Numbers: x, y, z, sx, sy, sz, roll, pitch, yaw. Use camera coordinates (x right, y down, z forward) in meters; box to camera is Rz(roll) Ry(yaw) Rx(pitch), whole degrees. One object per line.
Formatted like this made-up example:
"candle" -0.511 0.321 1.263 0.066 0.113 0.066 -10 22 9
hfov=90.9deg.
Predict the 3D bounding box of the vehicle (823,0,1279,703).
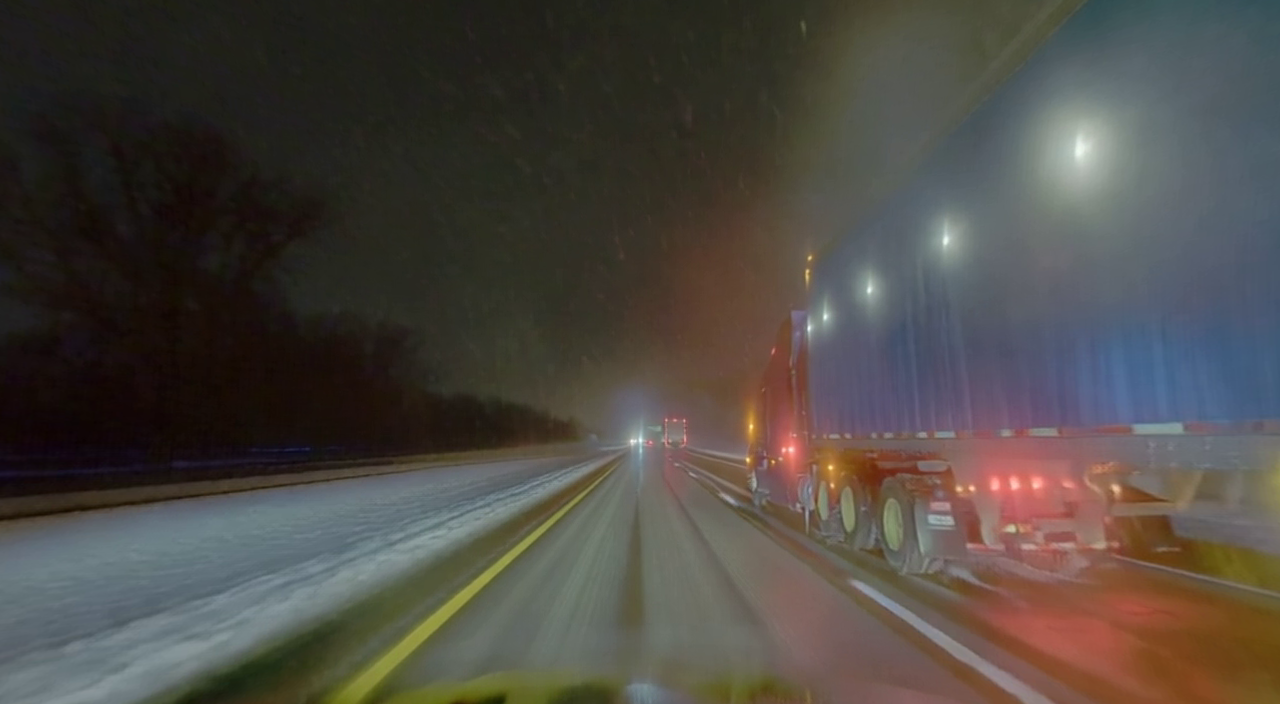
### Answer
"vehicle" 3.987 -0.388 0.244 2.976 4.114 16.788 0 -8 1
